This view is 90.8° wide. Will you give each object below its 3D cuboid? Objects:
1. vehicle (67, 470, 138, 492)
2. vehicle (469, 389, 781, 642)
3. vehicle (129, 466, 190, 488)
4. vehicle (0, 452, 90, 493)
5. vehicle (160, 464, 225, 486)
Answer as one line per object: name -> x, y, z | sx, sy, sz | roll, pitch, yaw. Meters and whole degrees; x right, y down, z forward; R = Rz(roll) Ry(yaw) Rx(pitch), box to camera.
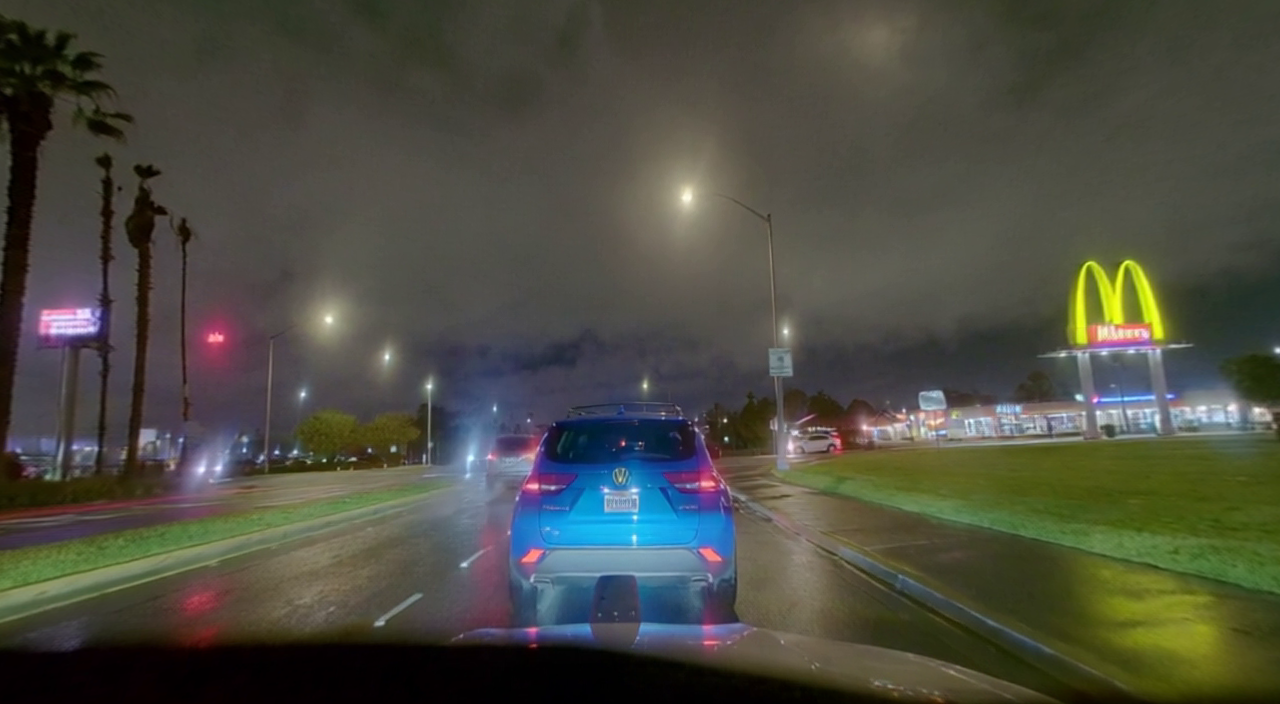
vehicle -> -39.936, 9.578, 47.073 | 1.602, 1.400, 4.220 | 0, -9, 0
vehicle -> -0.137, 1.413, 6.395 | 2.137, 1.728, 3.926 | 0, -9, -1
vehicle -> -35.630, 9.265, 46.951 | 1.641, 1.375, 3.640 | 0, -9, 1
vehicle -> -28.051, 5.387, 28.310 | 4.584, 1.714, 2.186 | 4, -10, -27
vehicle -> -33.285, 9.173, 47.094 | 1.792, 1.439, 3.952 | -1, -9, 3
